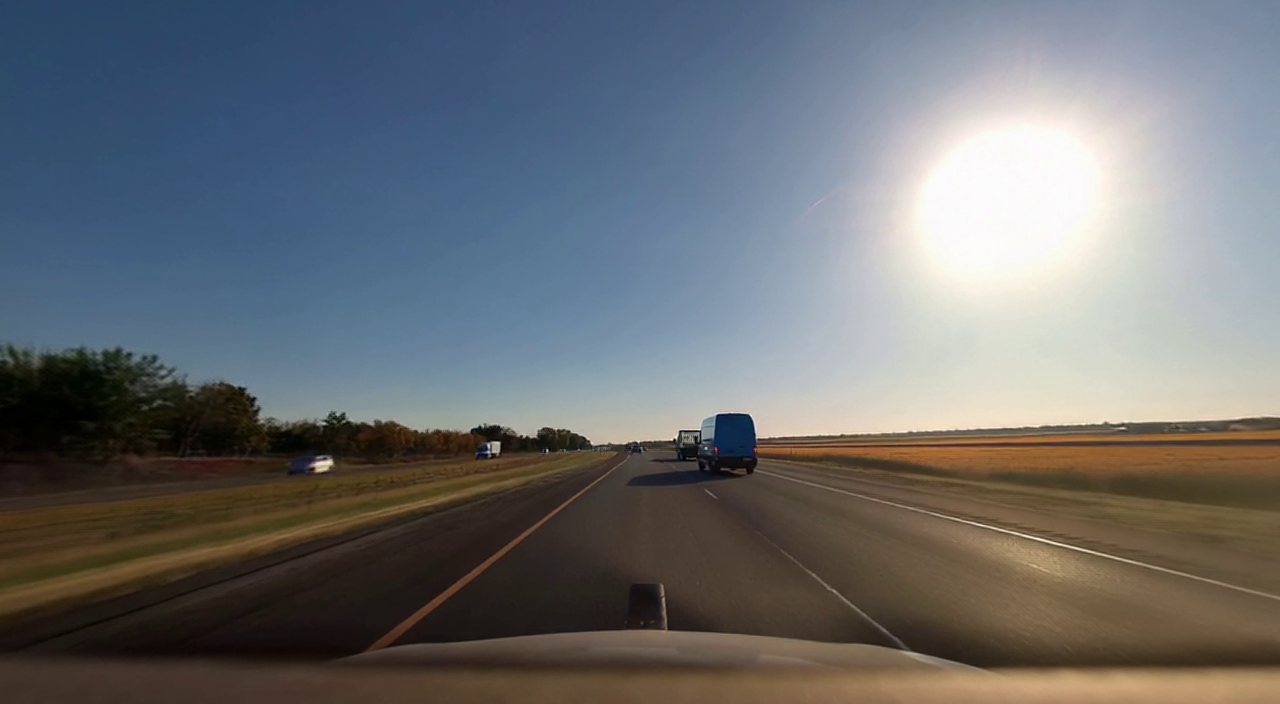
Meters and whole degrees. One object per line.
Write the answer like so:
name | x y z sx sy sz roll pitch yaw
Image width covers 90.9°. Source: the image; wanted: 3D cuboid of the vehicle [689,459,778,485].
vehicle | 3.826 5.115 27.231 2.702 0.824 6.391 0 -8 -2

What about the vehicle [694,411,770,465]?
vehicle | 3.810 3.804 27.385 2.444 2.053 5.616 -1 -9 0
